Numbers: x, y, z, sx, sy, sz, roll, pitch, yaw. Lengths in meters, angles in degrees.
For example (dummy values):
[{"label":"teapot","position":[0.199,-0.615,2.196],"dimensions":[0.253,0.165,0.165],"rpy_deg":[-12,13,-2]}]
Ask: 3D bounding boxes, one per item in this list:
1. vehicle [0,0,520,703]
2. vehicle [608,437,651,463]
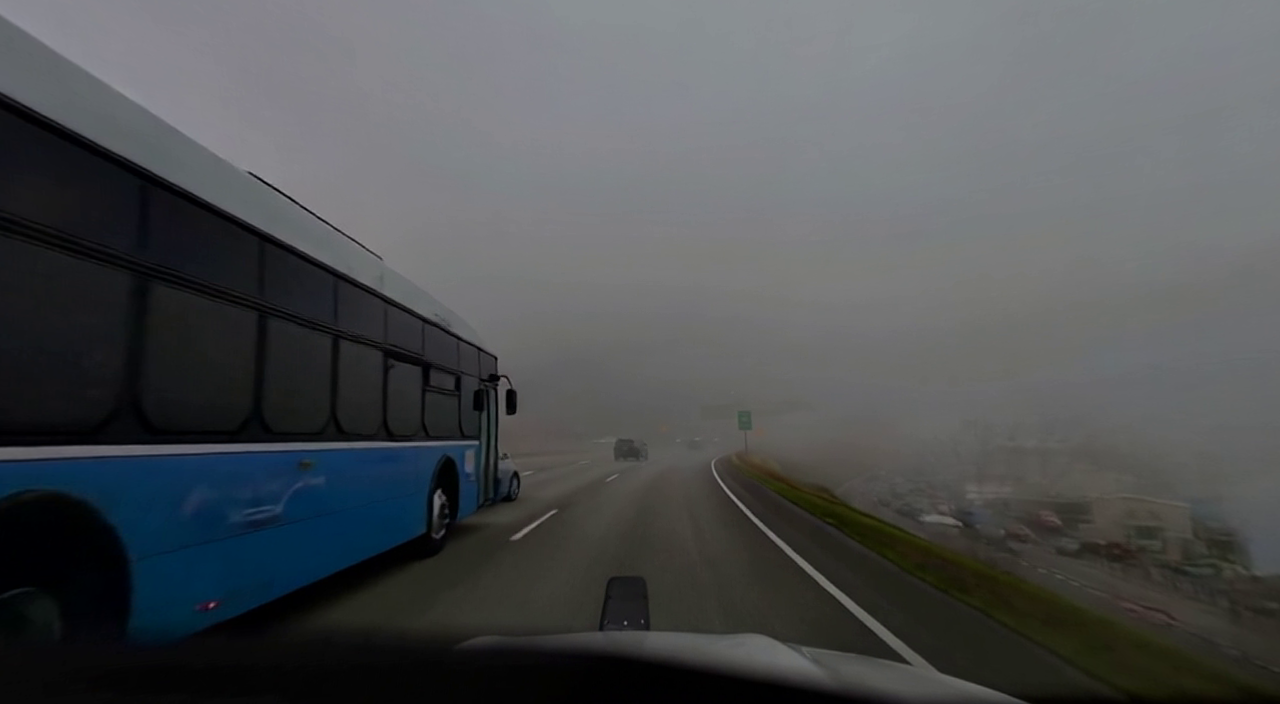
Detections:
[{"label":"vehicle","position":[-3.270,0.534,4.701],"dimensions":[2.888,2.944,8.373],"rpy_deg":[-1,-9,2]},{"label":"vehicle","position":[-0.586,5.939,38.311],"dimensions":[1.928,1.455,4.361],"rpy_deg":[-2,-9,8]}]
